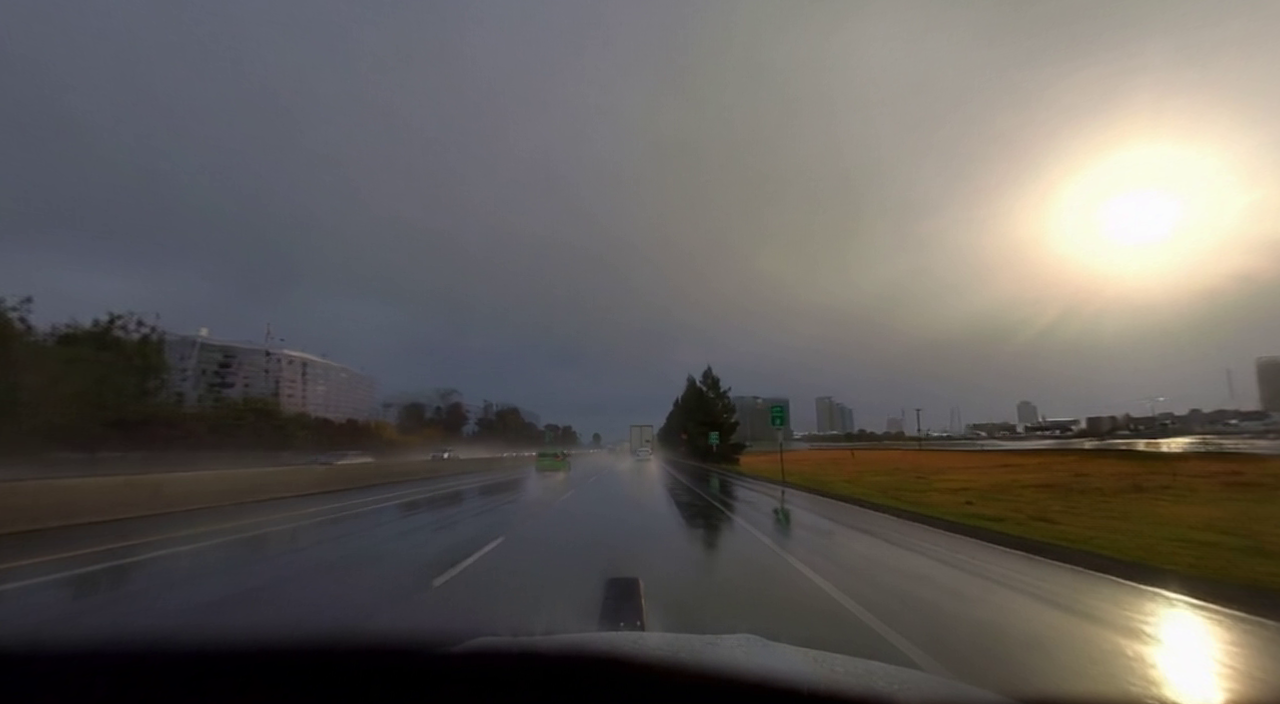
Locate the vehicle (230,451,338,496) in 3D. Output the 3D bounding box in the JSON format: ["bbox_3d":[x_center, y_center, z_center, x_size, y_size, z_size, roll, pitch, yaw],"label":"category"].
[{"bbox_3d":[-12.287,4.173,22.023,1.743,1.405,3.476,0,-9,-1],"label":"vehicle"}]

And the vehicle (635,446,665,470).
[{"bbox_3d":[0.675,7.485,44.732,1.992,1.593,3.937,0,-9,-1],"label":"vehicle"}]

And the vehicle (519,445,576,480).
[{"bbox_3d":[-4.424,5.336,30.713,2.172,1.548,3.953,0,-9,0],"label":"vehicle"}]
